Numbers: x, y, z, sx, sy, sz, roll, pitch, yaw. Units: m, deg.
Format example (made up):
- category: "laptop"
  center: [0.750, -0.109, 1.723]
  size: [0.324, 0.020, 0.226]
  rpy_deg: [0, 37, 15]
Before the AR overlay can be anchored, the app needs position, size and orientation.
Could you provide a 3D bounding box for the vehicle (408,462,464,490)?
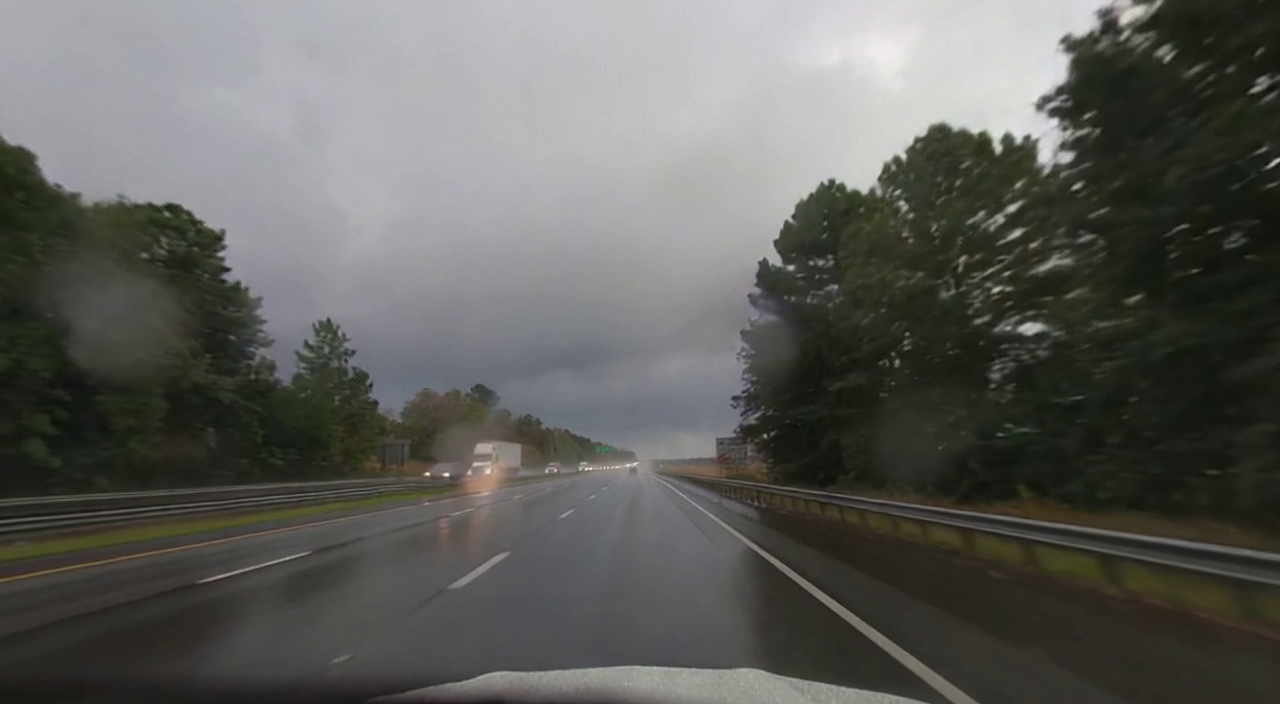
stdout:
- category: "vehicle"
  center: [-11.589, 7.084, 36.082]
  size: [1.828, 1.481, 4.104]
  rpy_deg: [1, -10, 0]
